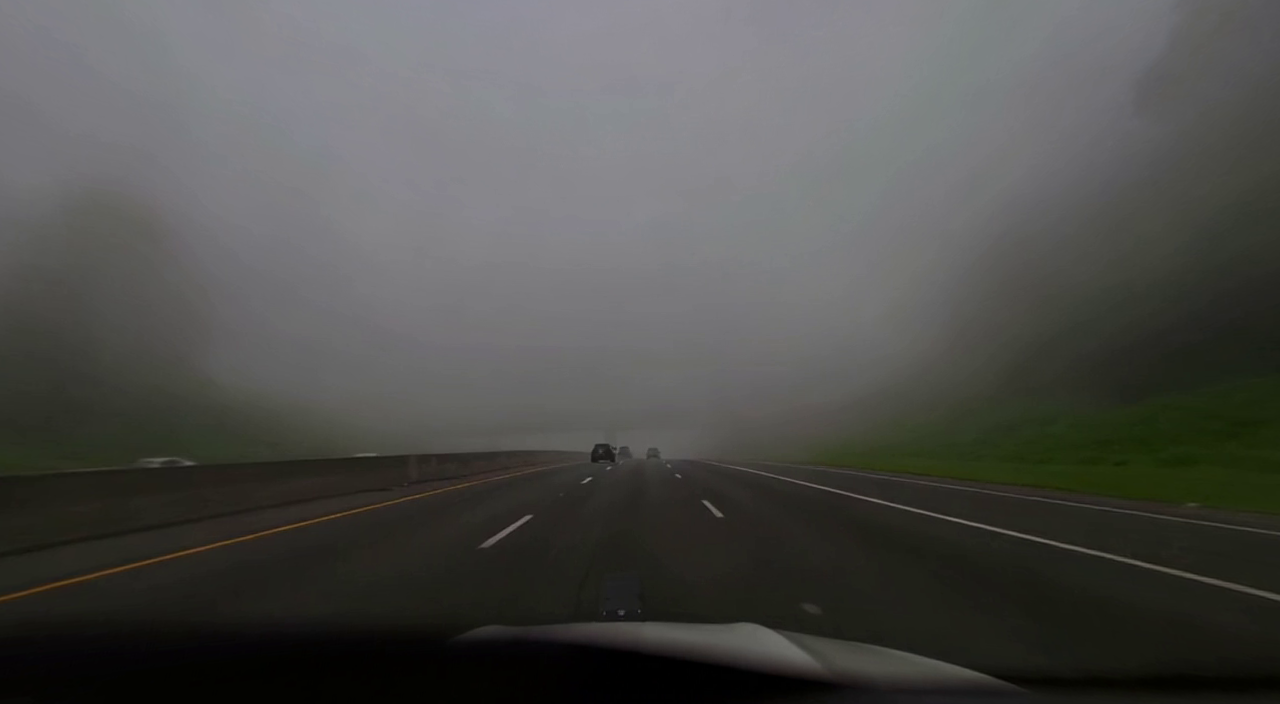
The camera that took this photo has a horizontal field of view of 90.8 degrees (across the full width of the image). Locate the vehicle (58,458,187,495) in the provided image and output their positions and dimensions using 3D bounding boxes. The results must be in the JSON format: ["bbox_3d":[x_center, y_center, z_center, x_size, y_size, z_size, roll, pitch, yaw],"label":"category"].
[{"bbox_3d":[-25.217,6.033,30.973,2.162,1.571,4.494,-2,-9,8],"label":"vehicle"}]

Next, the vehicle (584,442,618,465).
[{"bbox_3d":[-3.009,7.900,49.216,2.212,1.676,4.804,0,-9,2],"label":"vehicle"}]
